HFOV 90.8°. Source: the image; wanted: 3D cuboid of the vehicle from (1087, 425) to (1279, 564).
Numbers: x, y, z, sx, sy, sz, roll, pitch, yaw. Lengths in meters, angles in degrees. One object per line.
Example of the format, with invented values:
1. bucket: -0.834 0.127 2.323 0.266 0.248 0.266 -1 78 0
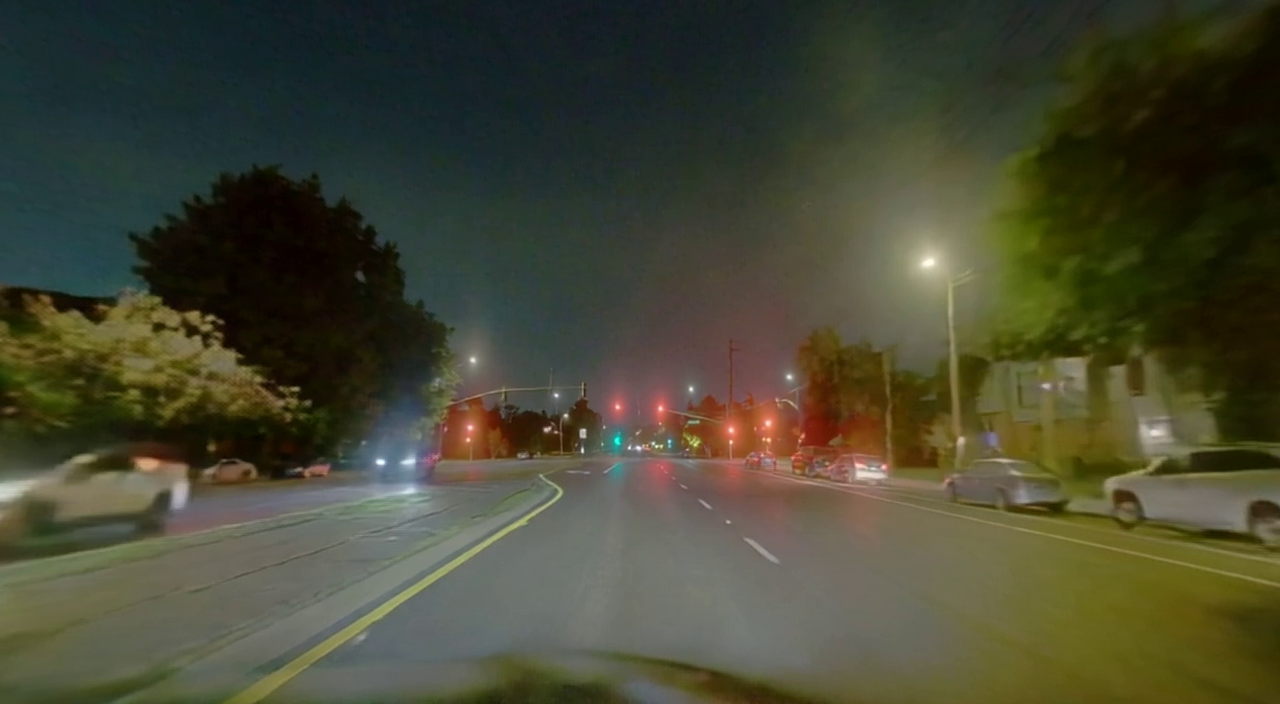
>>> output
1. vehicle: 9.871 2.119 9.455 2.176 1.893 5.744 3 -9 0

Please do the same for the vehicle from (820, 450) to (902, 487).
1. vehicle: 9.760 5.168 28.349 1.931 1.473 4.742 0 -9 0

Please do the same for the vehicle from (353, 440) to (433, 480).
1. vehicle: -11.485 5.037 29.751 1.940 1.740 4.356 0 -9 0

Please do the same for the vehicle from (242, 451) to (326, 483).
1. vehicle: -18.473 5.961 33.051 1.728 1.512 4.554 0 -9 0

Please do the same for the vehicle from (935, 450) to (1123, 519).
1. vehicle: 9.829 3.343 16.518 1.991 1.490 4.470 0 -9 -1

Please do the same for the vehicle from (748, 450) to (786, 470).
1. vehicle: 9.802 8.370 49.152 1.918 1.483 4.813 0 -9 -1

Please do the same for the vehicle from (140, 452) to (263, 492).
1. vehicle: -18.312 4.987 26.716 1.844 1.480 4.729 0 -9 -1

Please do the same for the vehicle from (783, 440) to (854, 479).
1. vehicle: 9.779 5.932 35.124 2.245 1.983 5.433 0 -9 -1

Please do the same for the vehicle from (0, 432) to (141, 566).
1. vehicle: -8.175 1.613 6.838 1.922 1.486 4.392 0 -9 0
